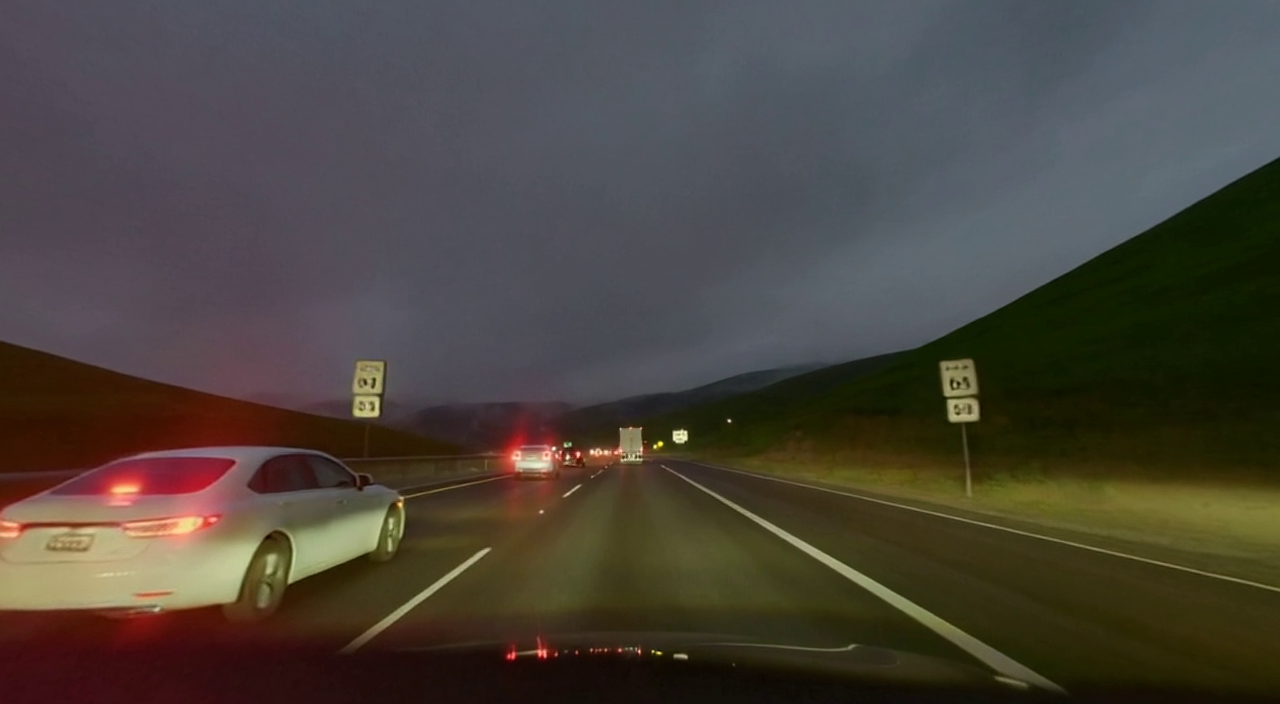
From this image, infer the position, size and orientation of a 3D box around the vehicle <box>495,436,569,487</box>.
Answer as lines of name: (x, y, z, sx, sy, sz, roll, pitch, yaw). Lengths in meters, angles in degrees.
vehicle: (-3.951, 4.082, 23.795, 2.073, 1.694, 4.162, 0, -9, 0)

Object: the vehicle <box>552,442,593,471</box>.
vehicle: (-3.982, 6.250, 37.987, 2.044, 1.624, 4.032, 0, -9, 0)

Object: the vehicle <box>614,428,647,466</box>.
vehicle: (-0.648, 7.061, 46.706, 2.227, 2.611, 5.900, 0, -9, 1)

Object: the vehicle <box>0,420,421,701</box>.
vehicle: (-3.714, 1.430, 5.578, 1.988, 1.440, 4.504, 0, -9, -1)
